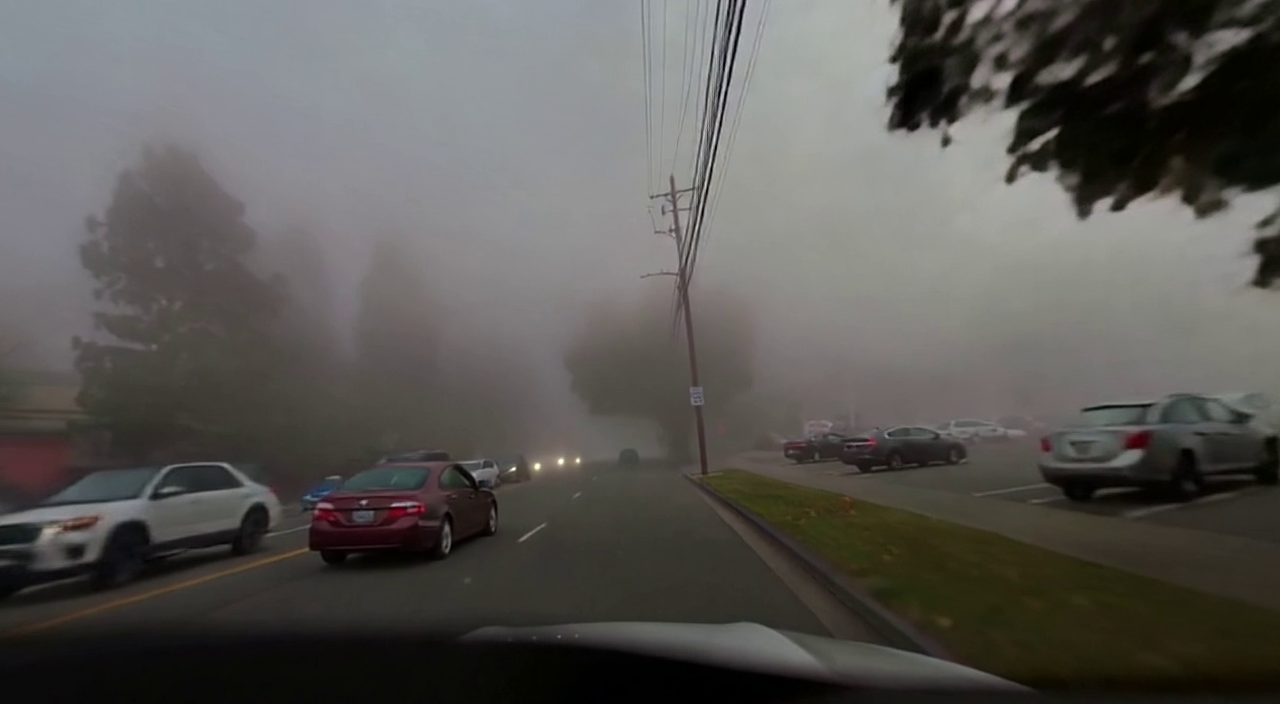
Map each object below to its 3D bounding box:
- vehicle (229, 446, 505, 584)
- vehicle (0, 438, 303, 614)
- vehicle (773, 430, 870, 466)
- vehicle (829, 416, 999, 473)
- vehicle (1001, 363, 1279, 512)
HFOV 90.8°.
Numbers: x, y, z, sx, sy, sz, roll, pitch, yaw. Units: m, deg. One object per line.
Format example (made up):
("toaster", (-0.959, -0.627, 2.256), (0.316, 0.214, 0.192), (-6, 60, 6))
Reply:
("vehicle", (-3.413, 2.097, 9.045), (1.943, 1.455, 4.414), (-1, -9, 1))
("vehicle", (-6.959, 2.158, 8.847), (2.000, 1.791, 4.465), (0, -9, 0))
("vehicle", (8.000, 4.217, 27.750), (4.000, 1.440, 1.746), (5, -10, -30))
("vehicle", (8.221, 2.769, 18.913), (4.713, 1.518, 2.035), (4, -10, -27))
("vehicle", (7.478, 1.235, 9.040), (4.344, 1.674, 1.912), (5, -10, -29))
